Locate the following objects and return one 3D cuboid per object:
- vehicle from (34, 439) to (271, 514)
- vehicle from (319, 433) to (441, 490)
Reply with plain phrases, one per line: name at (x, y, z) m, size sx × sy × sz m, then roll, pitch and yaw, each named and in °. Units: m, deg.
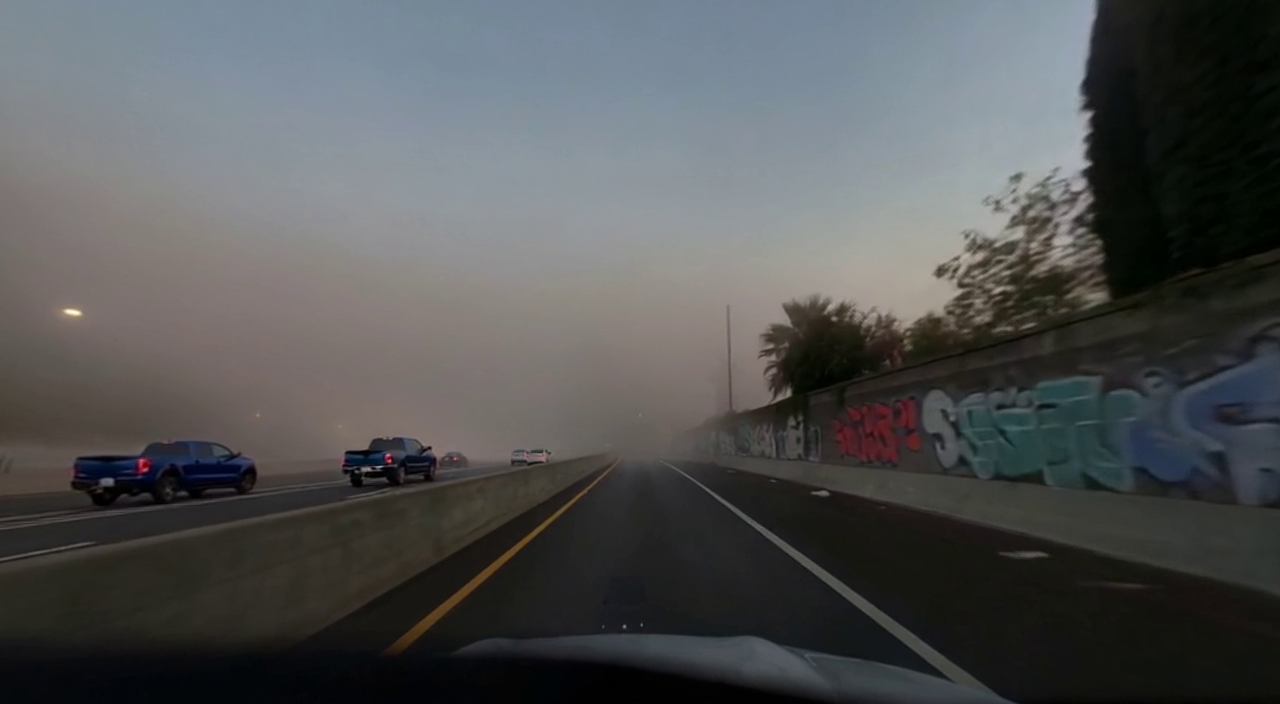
vehicle at (-14.117, 3.598, 18.988) m, size 2.272 × 1.882 × 5.941 m, roll 0°, pitch -9°, yaw 1°
vehicle at (-10.117, 4.313, 25.202) m, size 2.342 × 1.999 × 5.594 m, roll 0°, pitch -9°, yaw 1°
